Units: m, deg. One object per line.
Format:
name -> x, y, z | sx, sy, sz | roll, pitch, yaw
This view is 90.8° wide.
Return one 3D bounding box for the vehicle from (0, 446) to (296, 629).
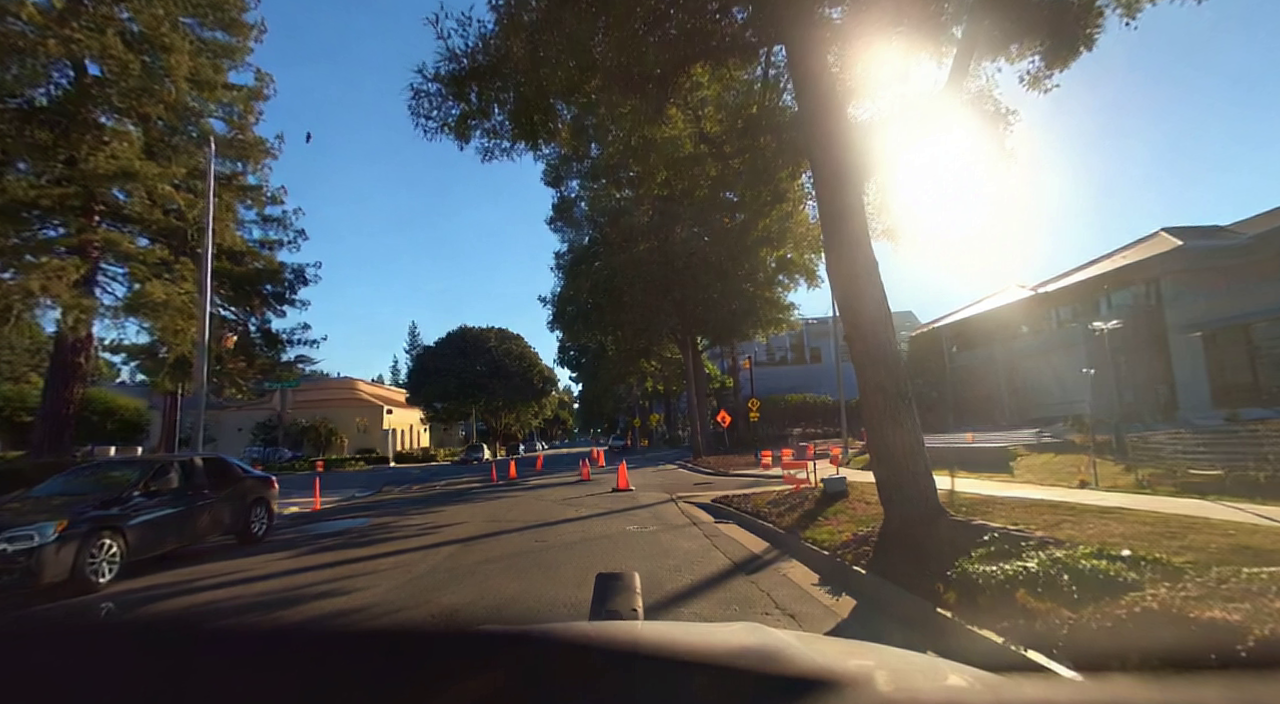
vehicle -> -7.622, 2.039, 7.814 | 2.961, 1.701, 7.563 | 0, -8, -4
